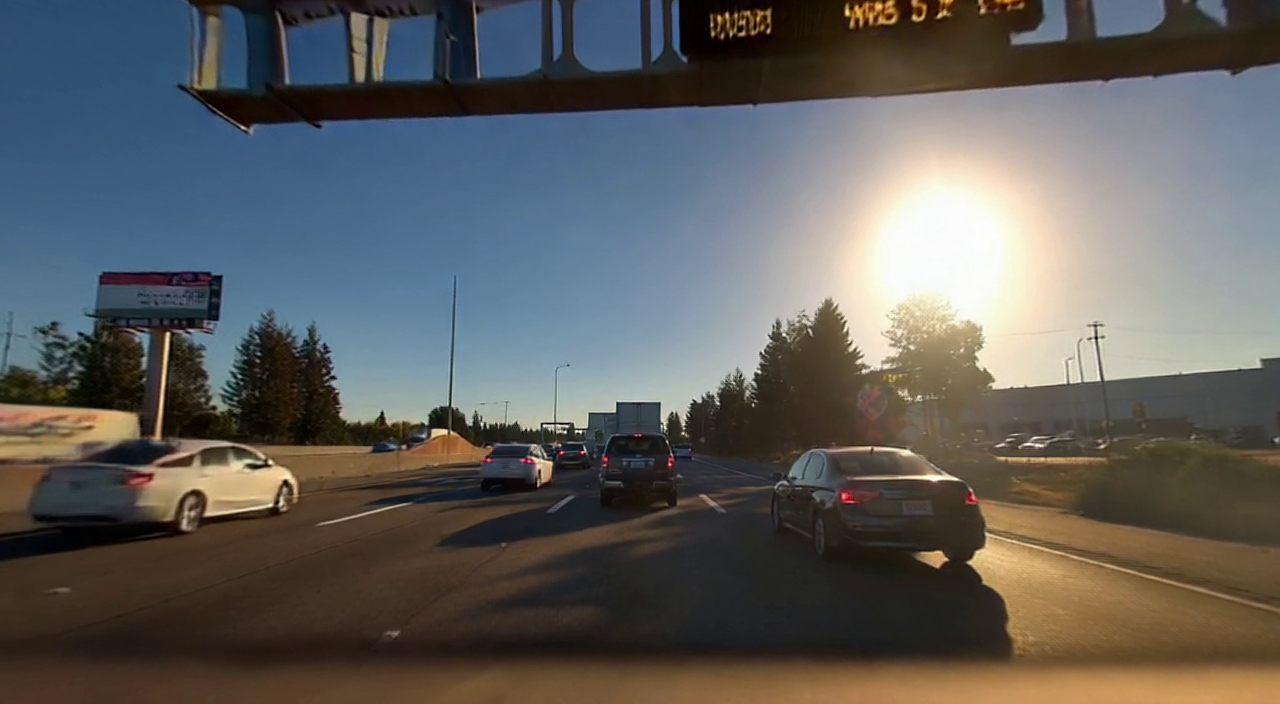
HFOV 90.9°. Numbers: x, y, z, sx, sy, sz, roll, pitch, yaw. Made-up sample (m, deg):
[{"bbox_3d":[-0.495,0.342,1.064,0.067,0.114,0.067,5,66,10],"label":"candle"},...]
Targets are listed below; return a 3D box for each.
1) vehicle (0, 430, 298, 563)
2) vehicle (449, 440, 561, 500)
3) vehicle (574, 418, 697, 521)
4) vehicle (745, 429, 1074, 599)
[{"bbox_3d":[-7.414,1.978,9.454,1.933,1.476,4.652,0,-9,1],"label":"vehicle"},{"bbox_3d":[-3.613,3.256,17.870,2.132,1.464,4.481,0,-9,1],"label":"vehicle"},{"bbox_3d":[-0.084,2.361,13.106,2.152,1.779,3.924,0,-9,0],"label":"vehicle"},{"bbox_3d":[2.755,1.765,7.850,2.018,1.470,4.491,0,-9,-1],"label":"vehicle"}]
